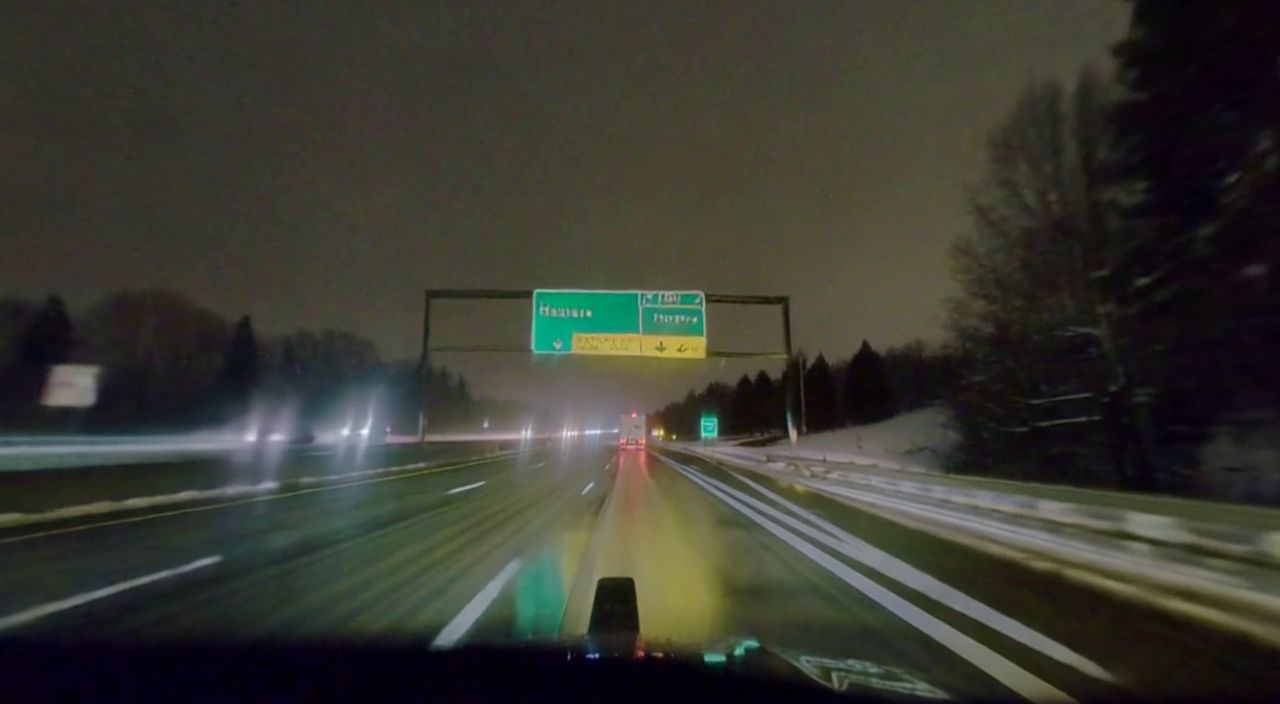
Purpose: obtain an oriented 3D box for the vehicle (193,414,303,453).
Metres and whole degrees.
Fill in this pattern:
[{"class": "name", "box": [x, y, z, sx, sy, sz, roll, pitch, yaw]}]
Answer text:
[{"class": "vehicle", "box": [-19.147, 4.070, 31.076, 2.079, 1.741, 5.302, 0, -8, -1]}]
